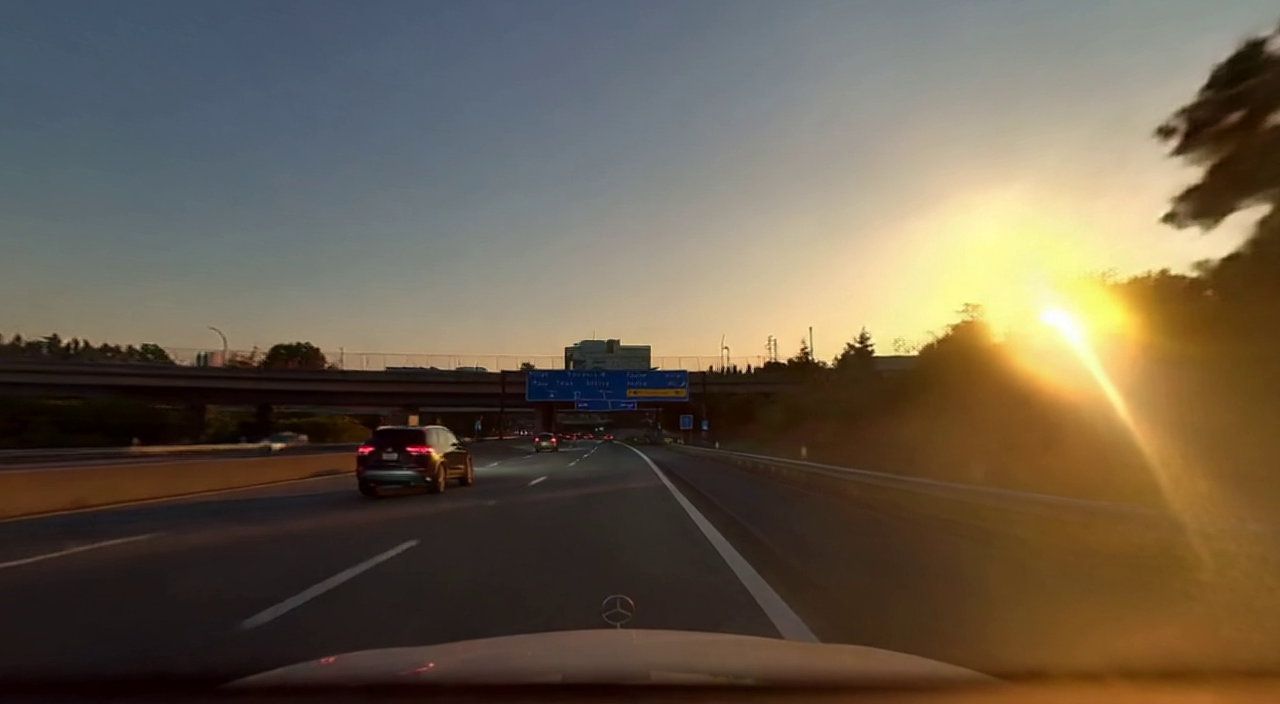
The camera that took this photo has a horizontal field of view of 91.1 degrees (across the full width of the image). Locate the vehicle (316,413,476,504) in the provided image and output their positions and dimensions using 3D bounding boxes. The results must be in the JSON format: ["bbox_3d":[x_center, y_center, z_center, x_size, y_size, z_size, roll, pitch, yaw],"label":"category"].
[{"bbox_3d":[-5.228,2.319,14.172,2.007,1.727,4.040,0,-8,-1],"label":"vehicle"}]

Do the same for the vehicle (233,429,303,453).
[{"bbox_3d":[-26.129,6.277,44.350,1.860,1.550,5.136,0,-8,-1],"label":"vehicle"}]
